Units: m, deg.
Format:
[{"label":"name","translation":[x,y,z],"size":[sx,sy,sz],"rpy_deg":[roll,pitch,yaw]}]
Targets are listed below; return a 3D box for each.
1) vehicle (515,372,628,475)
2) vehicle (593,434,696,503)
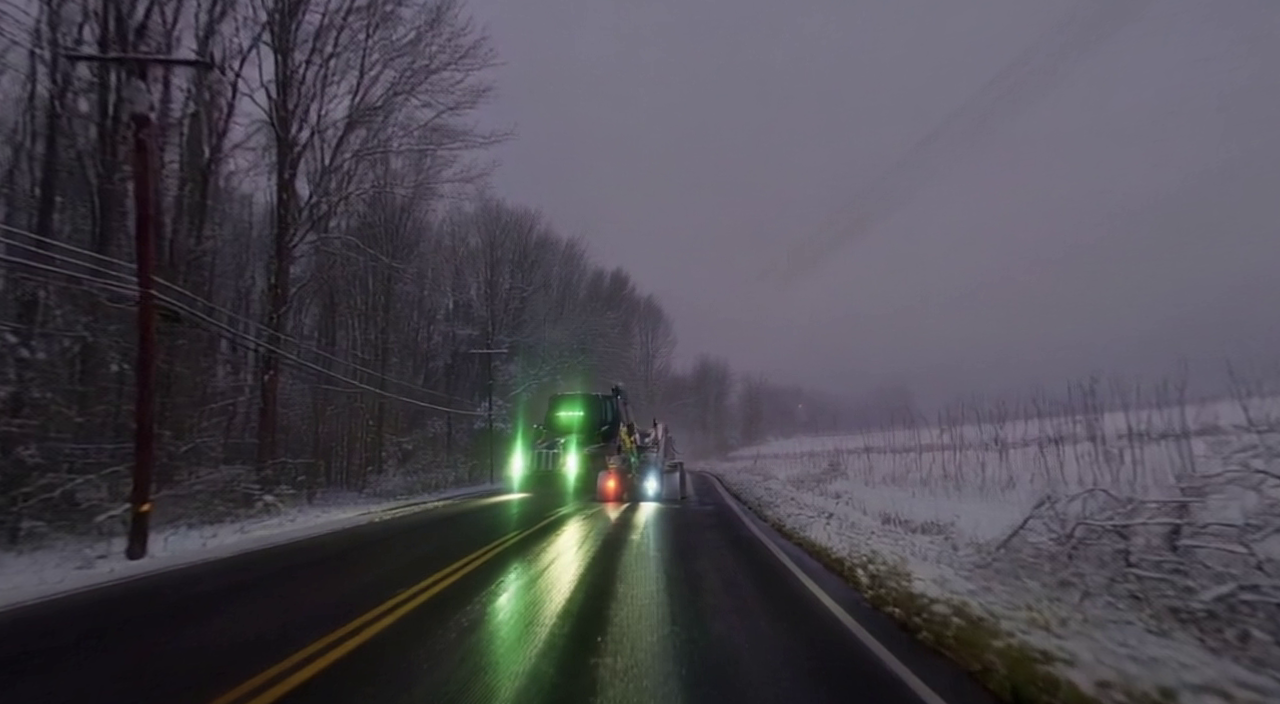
[{"label":"vehicle","translation":[-3.382,3.739,31.432],"size":[4.788,4.368,6.529],"rpy_deg":[3,-10,-6]},{"label":"vehicle","translation":[0.162,2.806,15.649],"size":[2.196,1.465,4.294],"rpy_deg":[0,-8,2]}]
